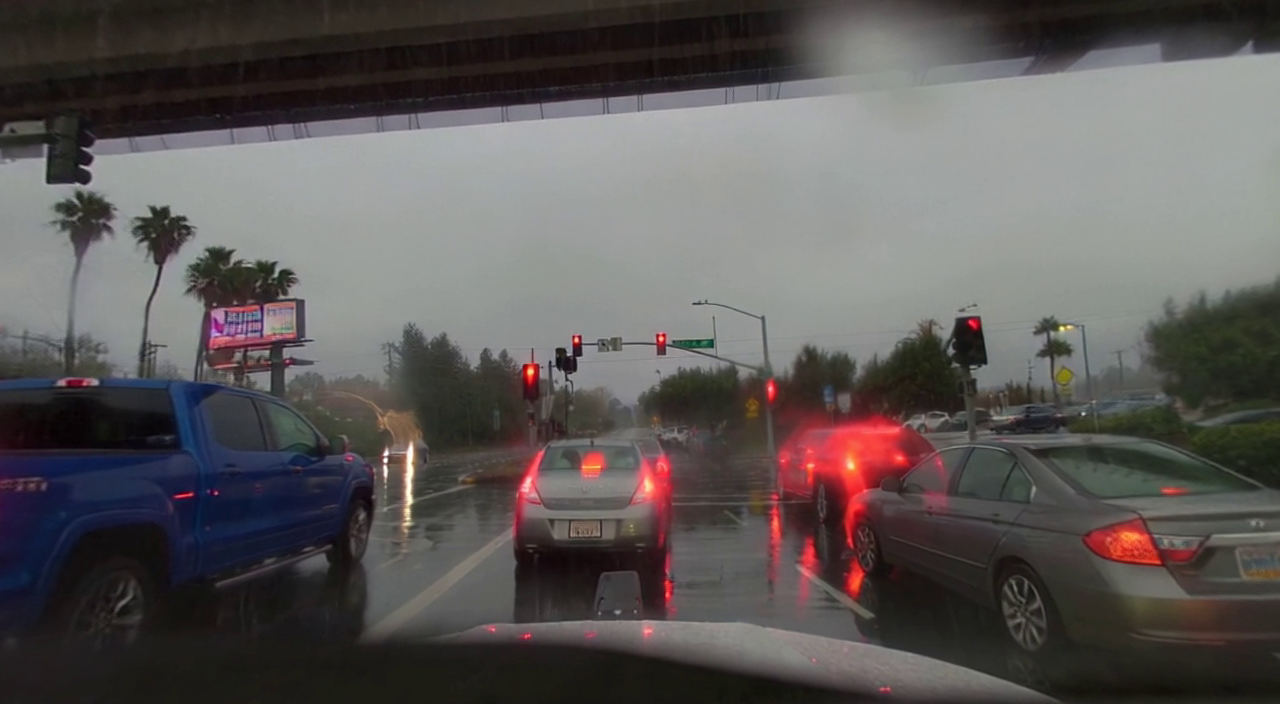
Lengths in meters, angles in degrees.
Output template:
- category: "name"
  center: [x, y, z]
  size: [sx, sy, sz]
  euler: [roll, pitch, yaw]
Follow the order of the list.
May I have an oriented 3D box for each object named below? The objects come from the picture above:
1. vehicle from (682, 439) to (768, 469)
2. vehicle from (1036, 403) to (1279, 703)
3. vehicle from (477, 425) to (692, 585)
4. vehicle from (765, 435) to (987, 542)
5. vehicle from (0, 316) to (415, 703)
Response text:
- category: "vehicle"
  center: [4.213, 5.137, 31.976]
  size: [1.878, 1.428, 4.416]
  euler: [5, -10, -32]
- category: "vehicle"
  center: [3.890, 0.890, 2.195]
  size: [2.052, 1.496, 4.541]
  euler: [0, -9, 0]
- category: "vehicle"
  center: [-0.632, 1.758, 8.114]
  size: [2.035, 1.491, 4.090]
  euler: [0, -9, -3]
- category: "vehicle"
  center: [3.700, 2.211, 10.967]
  size: [1.965, 1.448, 4.486]
  euler: [0, -9, -2]
- category: "vehicle"
  center: [-3.823, 1.141, 5.098]
  size: [2.078, 1.838, 5.448]
  euler: [0, -9, -1]
